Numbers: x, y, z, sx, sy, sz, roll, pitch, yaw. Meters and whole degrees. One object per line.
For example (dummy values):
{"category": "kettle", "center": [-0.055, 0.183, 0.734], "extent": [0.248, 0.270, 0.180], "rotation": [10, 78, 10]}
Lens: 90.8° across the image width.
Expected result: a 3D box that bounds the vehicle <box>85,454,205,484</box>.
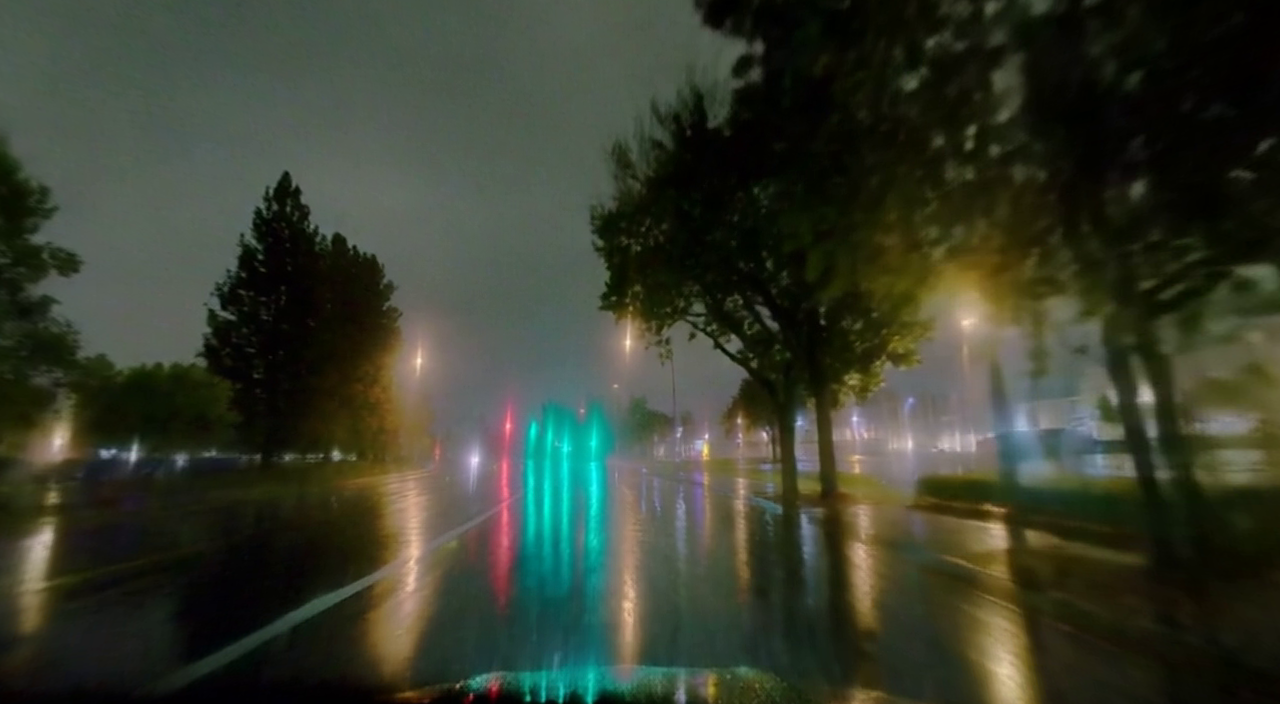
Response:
{"category": "vehicle", "center": [-26.019, 6.144, 33.334], "extent": [4.527, 1.441, 2.024], "rotation": [1, -8, -4]}
